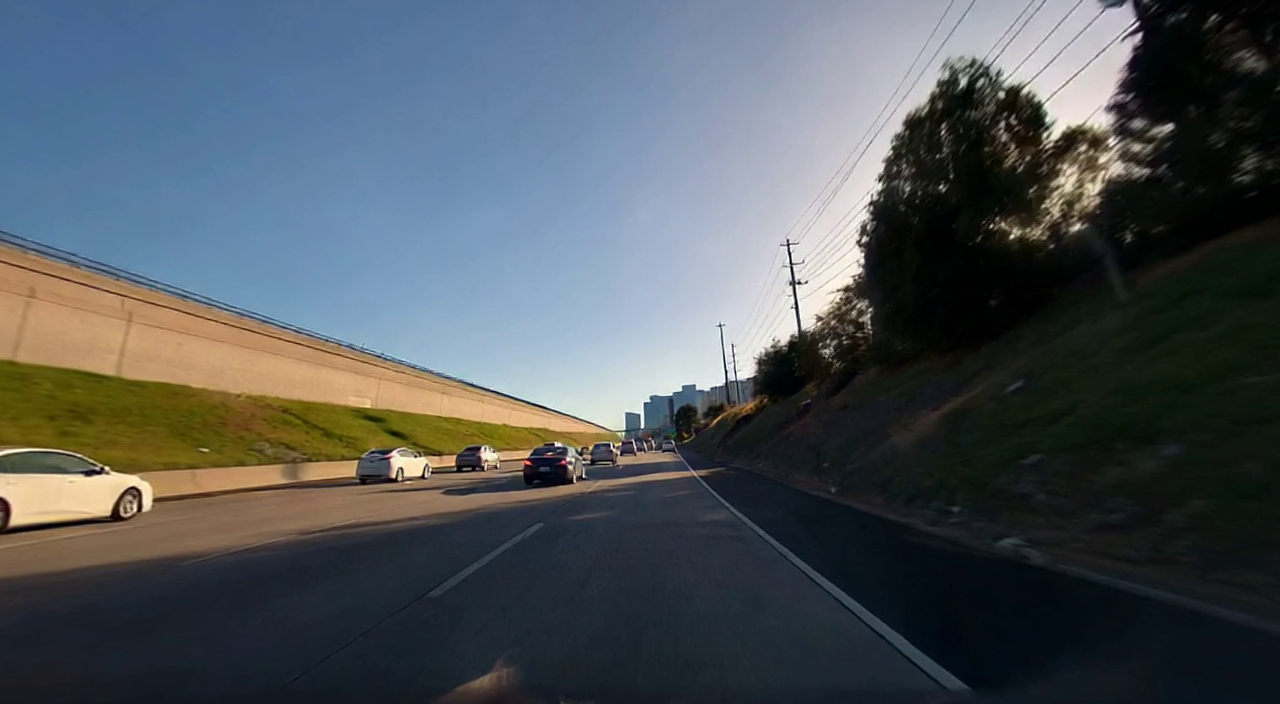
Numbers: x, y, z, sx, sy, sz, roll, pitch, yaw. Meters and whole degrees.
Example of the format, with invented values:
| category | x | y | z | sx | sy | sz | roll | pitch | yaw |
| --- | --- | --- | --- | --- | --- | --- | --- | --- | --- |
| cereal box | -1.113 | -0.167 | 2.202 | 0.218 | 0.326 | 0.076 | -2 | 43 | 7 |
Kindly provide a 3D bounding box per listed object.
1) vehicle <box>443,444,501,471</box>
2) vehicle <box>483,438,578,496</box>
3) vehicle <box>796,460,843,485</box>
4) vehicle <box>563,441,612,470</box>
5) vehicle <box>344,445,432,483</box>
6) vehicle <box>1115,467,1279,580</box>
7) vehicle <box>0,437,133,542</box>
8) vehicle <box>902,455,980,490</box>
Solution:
| category | x | y | z | sx | sy | sz | roll | pitch | yaw |
| --- | --- | --- | --- | --- | --- | --- | --- | --- | --- |
| vehicle | -10.183 | 6.424 | 38.705 | 1.978 | 1.498 | 4.940 | 0 | -8 | 3 |
| vehicle | -3.117 | 3.363 | 18.879 | 1.939 | 1.511 | 4.246 | 0 | -8 | 2 |
| vehicle | 11.952 | 8.050 | 42.175 | 1.916 | 1.465 | 3.951 | 0 | -8 | -1 |
| vehicle | -2.752 | 5.522 | 33.954 | 2.056 | 1.449 | 4.330 | 0 | -8 | 2 |
| vehicle | -10.621 | 4.719 | 26.888 | 1.981 | 1.484 | 3.827 | 0 | -8 | 3 |
| vehicle | 10.788 | 2.822 | 10.573 | 1.962 | 1.584 | 4.807 | 0 | -8 | 1 |
| vehicle | -10.532 | 2.068 | 9.520 | 1.958 | 1.538 | 4.511 | 0 | -8 | 1 |
| vehicle | 14.980 | 5.982 | 31.602 | 1.853 | 1.586 | 3.727 | 1 | -8 | -4 |
